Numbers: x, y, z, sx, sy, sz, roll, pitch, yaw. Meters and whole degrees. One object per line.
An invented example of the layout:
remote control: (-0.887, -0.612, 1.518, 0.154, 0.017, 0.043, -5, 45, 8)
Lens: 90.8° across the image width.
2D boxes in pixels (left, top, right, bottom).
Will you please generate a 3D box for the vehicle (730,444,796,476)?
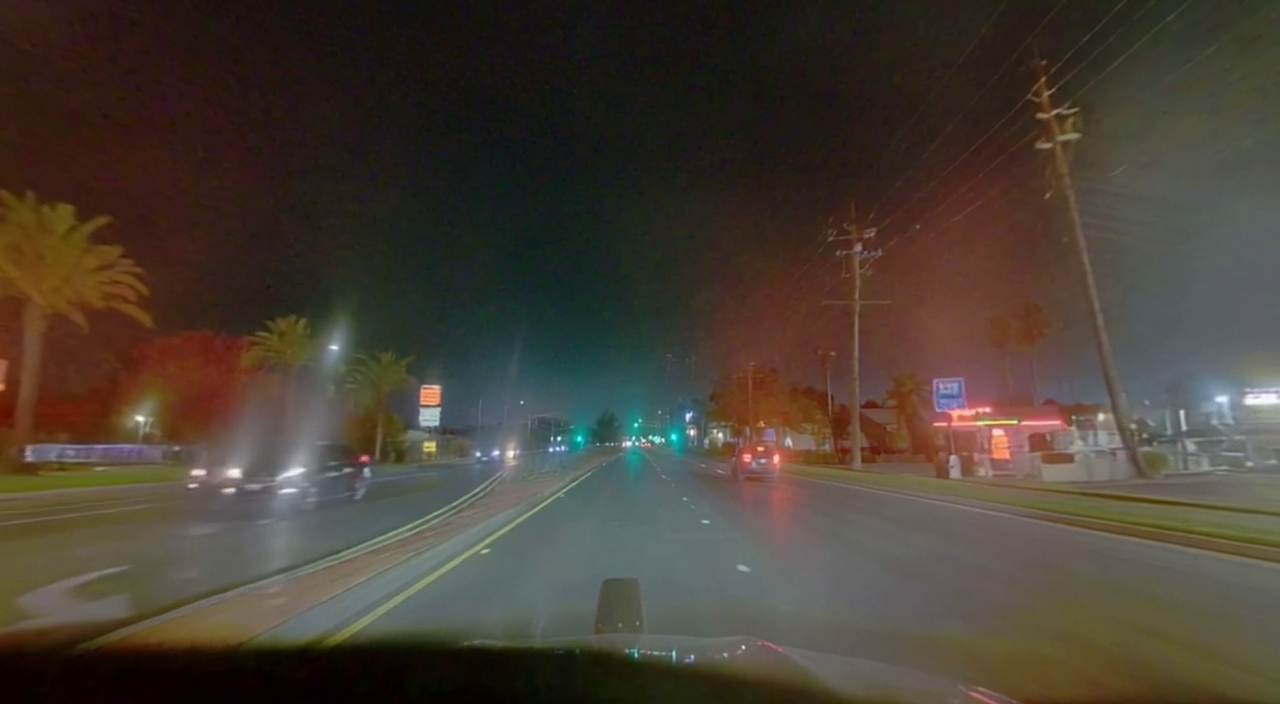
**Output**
vehicle: (5.918, 5.253, 31.042, 2.261, 1.479, 4.403, 0, -8, -2)

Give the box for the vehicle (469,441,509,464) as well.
vehicle: (-11.800, 7.913, 49.759, 2.007, 1.707, 4.522, 0, -8, 0)

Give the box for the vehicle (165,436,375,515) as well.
vehicle: (-7.964, 2.681, 14.261, 1.946, 1.471, 4.587, 0, -8, 0)
